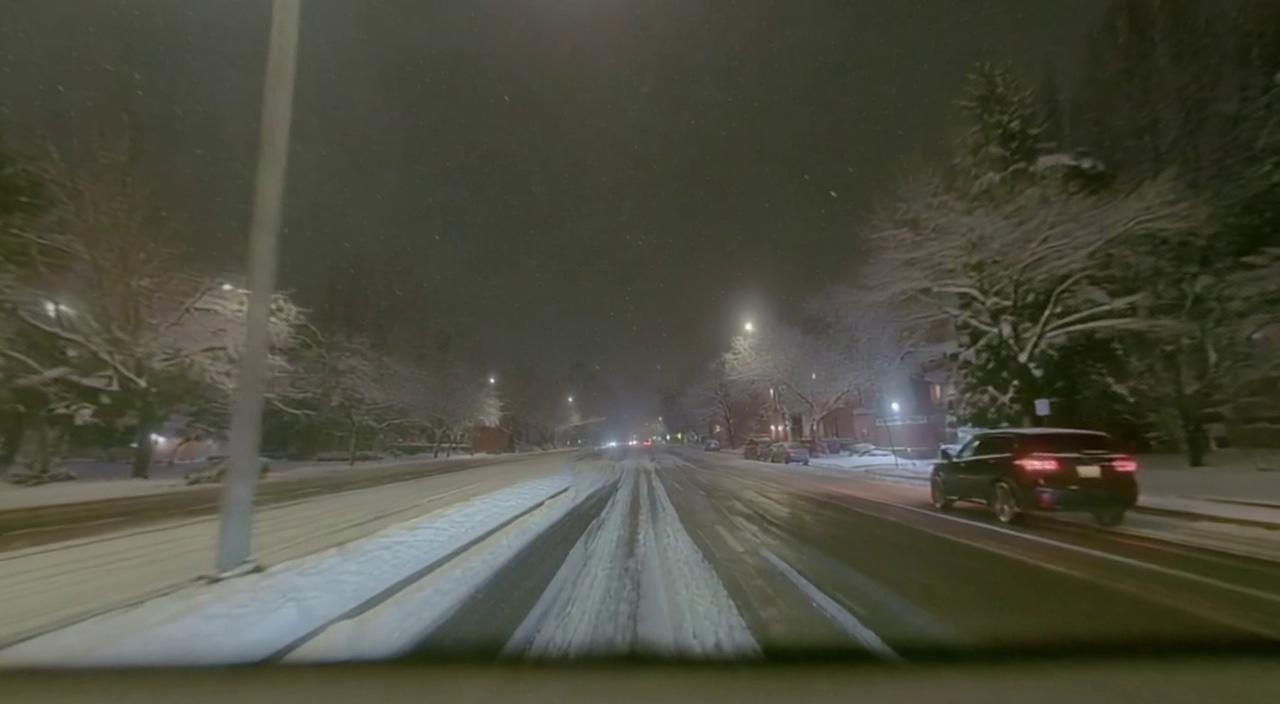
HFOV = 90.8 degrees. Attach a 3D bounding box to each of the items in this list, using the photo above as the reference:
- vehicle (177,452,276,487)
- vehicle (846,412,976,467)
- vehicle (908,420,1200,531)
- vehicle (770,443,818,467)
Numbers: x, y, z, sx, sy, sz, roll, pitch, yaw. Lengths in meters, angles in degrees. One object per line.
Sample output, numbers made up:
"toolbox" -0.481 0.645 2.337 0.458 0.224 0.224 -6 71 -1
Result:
"vehicle" -20.605 5.827 31.724 1.945 1.469 4.539 -1 -8 -1
"vehicle" 17.154 5.597 40.324 6.927 3.298 2.751 0 -8 0
"vehicle" 7.214 2.199 11.851 2.053 1.628 4.717 1 -8 -4
"vehicle" 10.353 6.942 42.765 1.931 1.565 4.043 1 -8 -4
